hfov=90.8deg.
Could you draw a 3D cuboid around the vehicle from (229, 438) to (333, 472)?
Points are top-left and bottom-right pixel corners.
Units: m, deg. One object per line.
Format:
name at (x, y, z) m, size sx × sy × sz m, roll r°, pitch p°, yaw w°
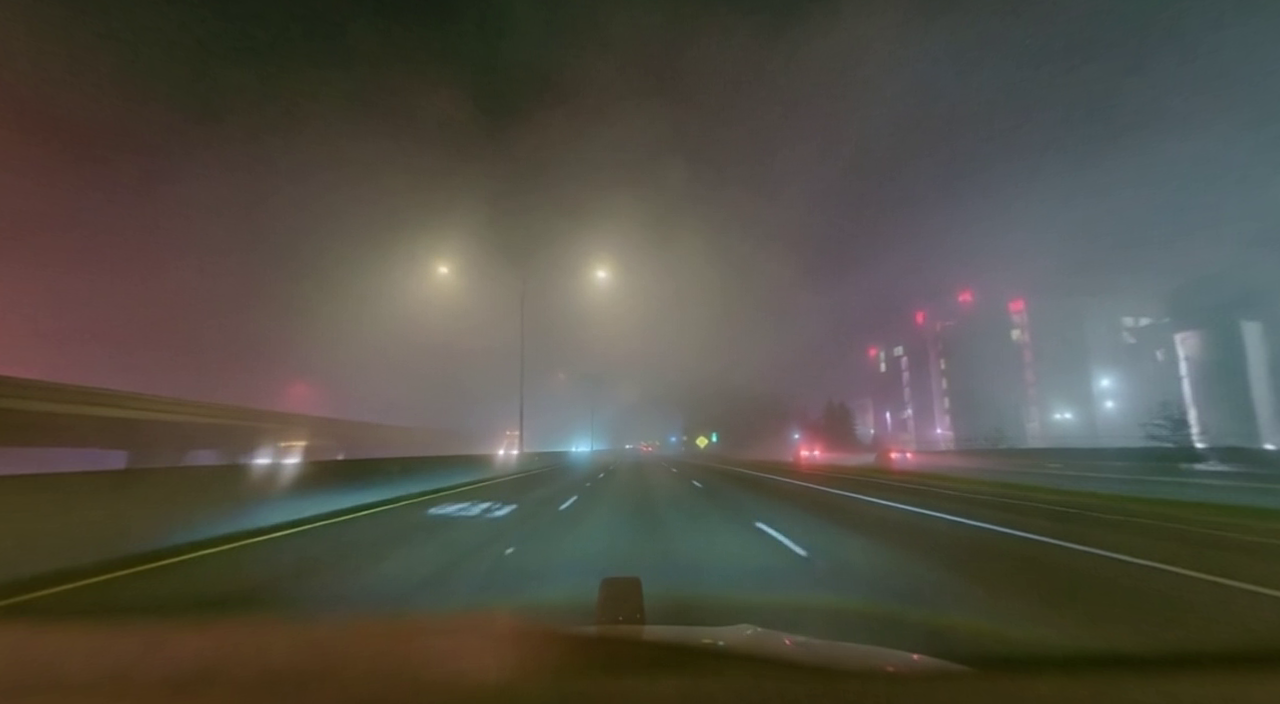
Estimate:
vehicle at (-21.590, 6.237, 38.456) m, size 2.678 × 1.869 × 6.291 m, roll 0°, pitch -9°, yaw 0°
